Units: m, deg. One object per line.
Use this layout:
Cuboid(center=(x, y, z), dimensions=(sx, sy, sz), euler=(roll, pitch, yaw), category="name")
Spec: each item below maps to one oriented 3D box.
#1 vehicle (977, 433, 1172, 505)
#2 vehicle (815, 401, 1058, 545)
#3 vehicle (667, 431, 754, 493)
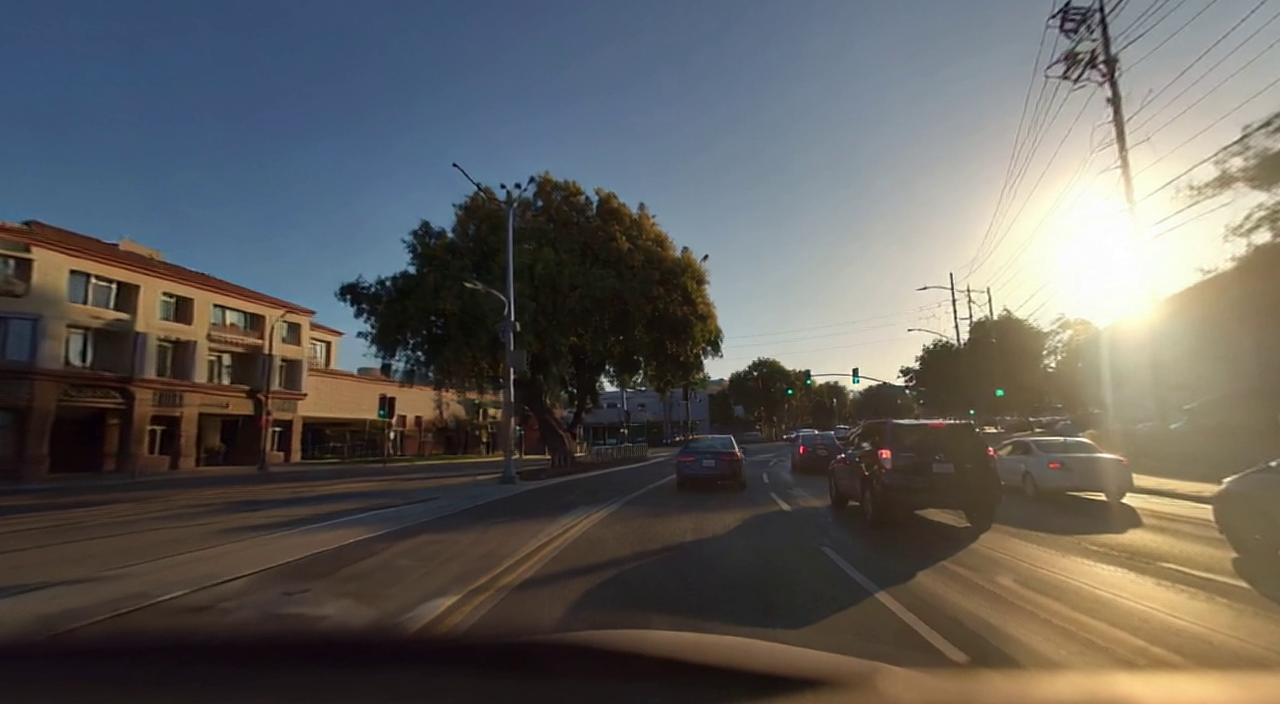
Cuboid(center=(10.165, 2.746, 15.282), dimensions=(1.882, 1.463, 4.543), euler=(-1, -9, 7), category="vehicle")
Cuboid(center=(4.464, 1.900, 10.556), dimensions=(2.119, 1.810, 4.848), euler=(-1, -8, 6), category="vehicle")
Cuboid(center=(2.084, 3.084, 17.998), dimensions=(2.168, 1.527, 4.174), euler=(-1, -9, 8), category="vehicle")
